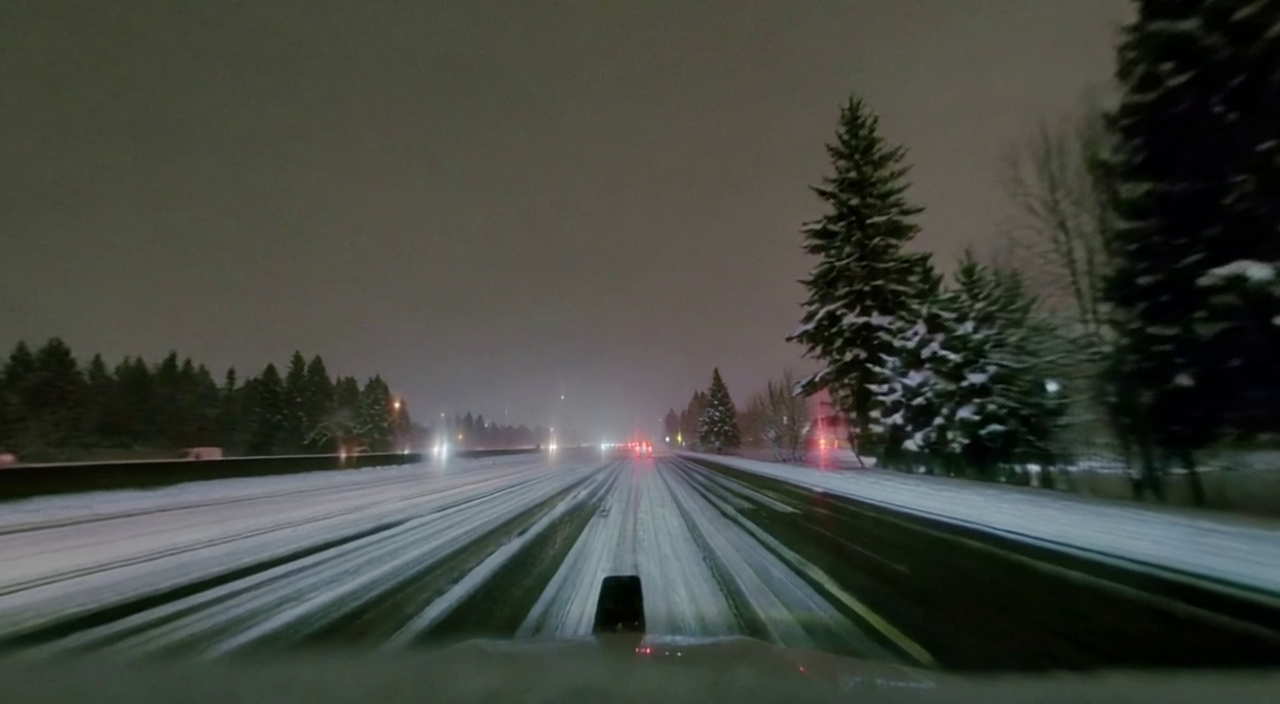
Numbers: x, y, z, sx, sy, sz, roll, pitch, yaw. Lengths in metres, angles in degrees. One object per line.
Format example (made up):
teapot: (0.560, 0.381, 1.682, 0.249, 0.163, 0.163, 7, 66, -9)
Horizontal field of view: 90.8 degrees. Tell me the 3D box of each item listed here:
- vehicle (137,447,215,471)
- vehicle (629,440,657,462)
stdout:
vehicle: (-35.615, 8.181, 48.659, 2.008, 1.738, 5.184, 0, -8, 0)
vehicle: (0.225, 7.472, 47.710, 2.021, 1.528, 4.154, 0, -8, 0)
